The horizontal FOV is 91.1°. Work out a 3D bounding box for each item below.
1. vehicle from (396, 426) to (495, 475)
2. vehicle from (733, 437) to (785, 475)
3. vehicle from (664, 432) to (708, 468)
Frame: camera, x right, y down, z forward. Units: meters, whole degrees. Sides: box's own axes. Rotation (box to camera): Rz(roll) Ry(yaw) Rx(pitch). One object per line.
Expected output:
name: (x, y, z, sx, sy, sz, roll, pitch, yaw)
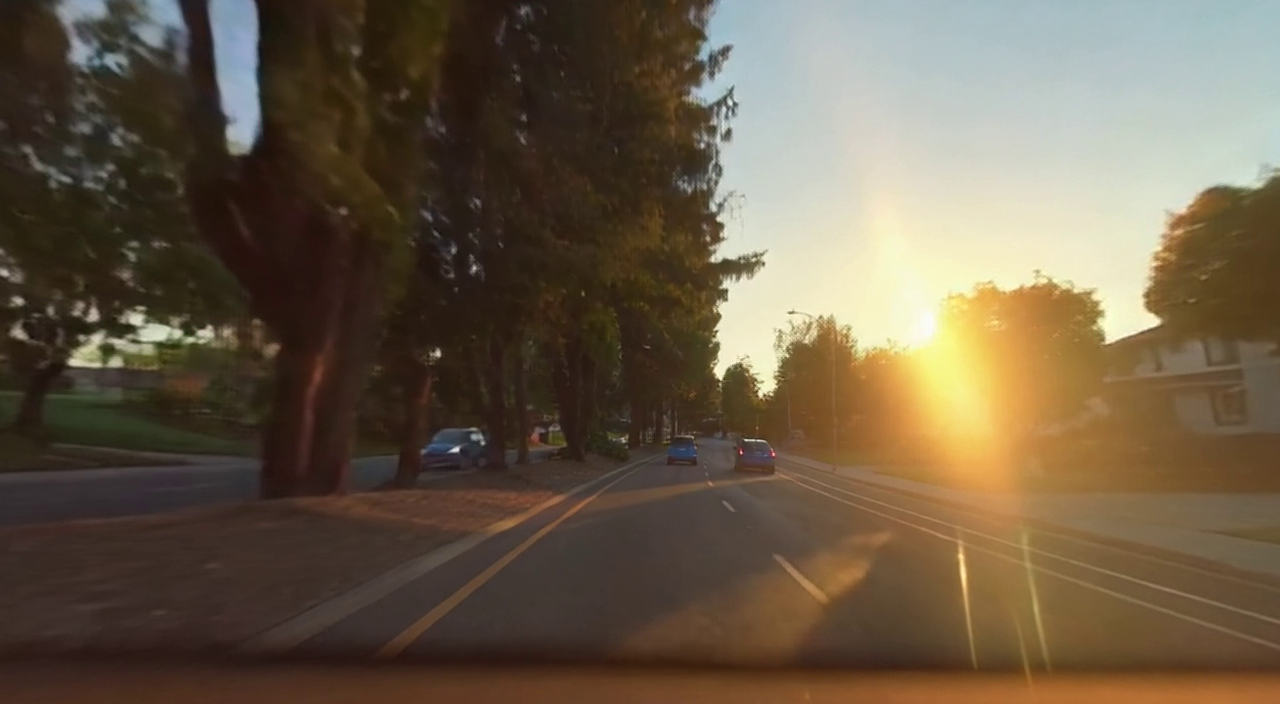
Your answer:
vehicle: (-7.308, 3.764, 24.142, 1.981, 1.652, 4.609, -1, -8, 5)
vehicle: (5.655, 4.987, 30.361, 1.971, 1.663, 4.287, 0, -8, 4)
vehicle: (2.555, 5.337, 34.457, 2.251, 1.822, 4.391, -1, -8, 6)
